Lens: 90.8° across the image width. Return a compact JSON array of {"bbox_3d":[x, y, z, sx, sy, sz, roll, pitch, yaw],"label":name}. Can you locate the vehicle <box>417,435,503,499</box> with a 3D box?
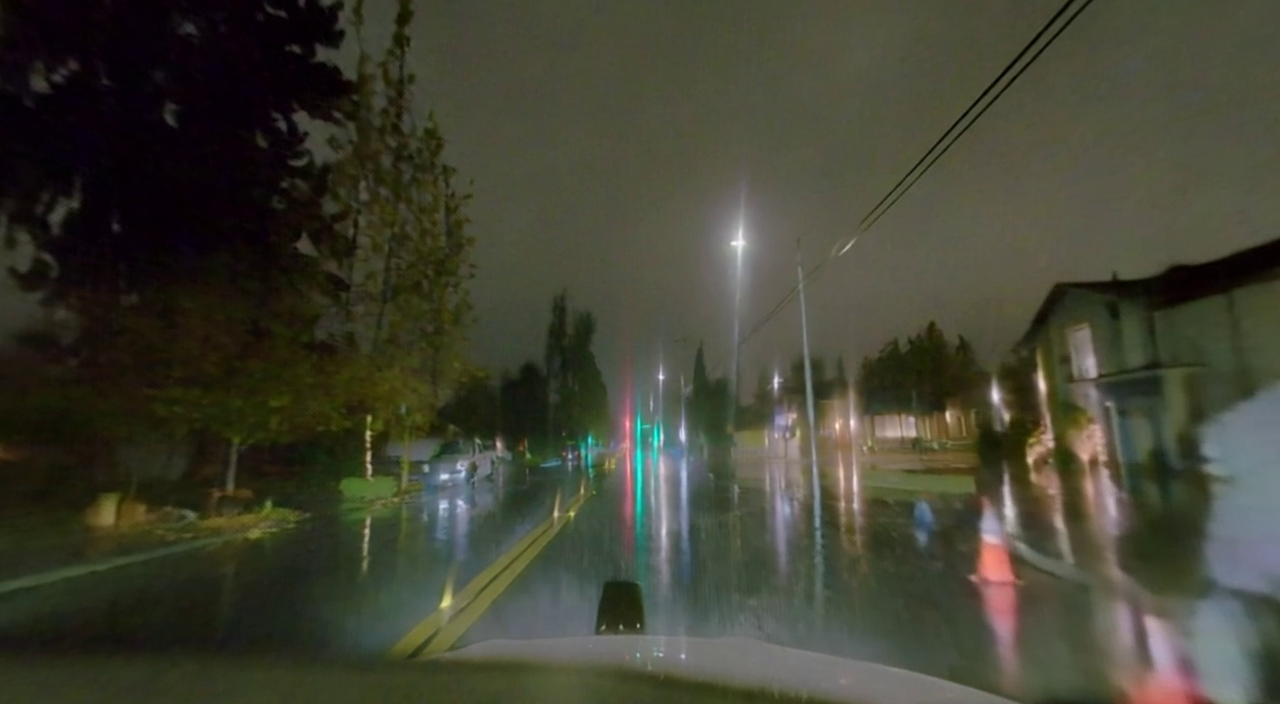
[{"bbox_3d":[-6.046,3.829,21.708,2.087,1.835,4.445,-2,-7,-6],"label":"vehicle"}]

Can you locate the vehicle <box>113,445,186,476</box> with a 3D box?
[{"bbox_3d":[-35.917,7.949,46.433,1.821,1.691,4.510,-3,-4,0],"label":"vehicle"}]

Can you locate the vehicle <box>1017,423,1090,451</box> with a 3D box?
[{"bbox_3d":[30.010,6.132,46.091,1.923,1.805,4.876,-2,-6,-1],"label":"vehicle"}]
